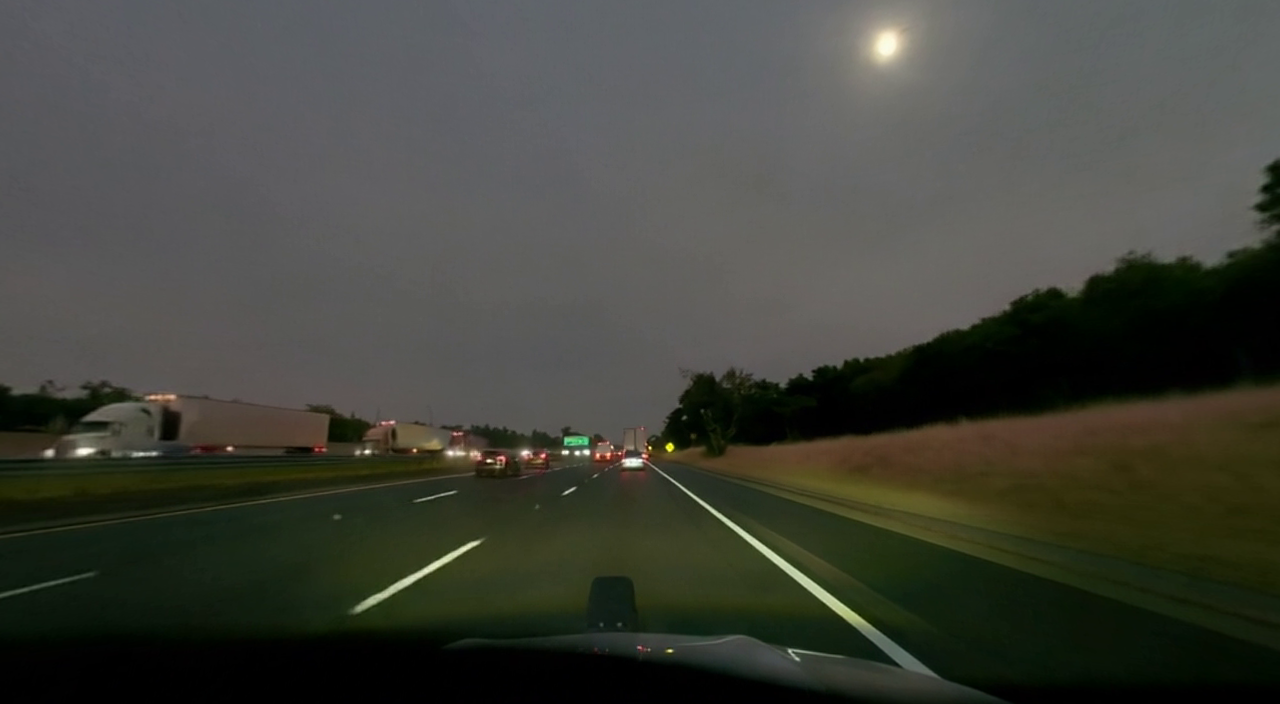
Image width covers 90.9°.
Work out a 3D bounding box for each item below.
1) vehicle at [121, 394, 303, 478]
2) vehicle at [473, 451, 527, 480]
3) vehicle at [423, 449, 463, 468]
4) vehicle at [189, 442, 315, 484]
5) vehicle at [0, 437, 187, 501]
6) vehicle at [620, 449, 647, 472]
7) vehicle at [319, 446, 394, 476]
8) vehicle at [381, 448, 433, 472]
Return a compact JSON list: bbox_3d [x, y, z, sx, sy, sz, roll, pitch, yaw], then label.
[{"bbox_3d":[-19.593,4.043,29.716,2.935,3.383,7.992,0,-9,0],"label":"vehicle"},{"bbox_3d":[-7.556,6.134,34.426,1.895,1.446,4.456,0,-9,0],"label":"vehicle"},{"bbox_3d":[-15.198,8.228,48.733,1.837,1.427,4.020,0,-9,-1],"label":"vehicle"},{"bbox_3d":[-14.842,4.279,24.467,2.121,1.452,4.356,0,-9,-1],"label":"vehicle"},{"bbox_3d":[-14.469,2.994,16.512,2.056,1.438,4.297,0,-9,-1],"label":"vehicle"},{"bbox_3d":[-0.494,8.165,47.460,2.009,1.657,3.962,0,-9,-1],"label":"vehicle"},{"bbox_3d":[-15.131,5.843,33.963,1.918,1.466,4.632,0,-9,-1],"label":"vehicle"},{"bbox_3d":[-15.006,6.958,40.818,1.851,1.438,4.071,0,-9,-1],"label":"vehicle"}]
